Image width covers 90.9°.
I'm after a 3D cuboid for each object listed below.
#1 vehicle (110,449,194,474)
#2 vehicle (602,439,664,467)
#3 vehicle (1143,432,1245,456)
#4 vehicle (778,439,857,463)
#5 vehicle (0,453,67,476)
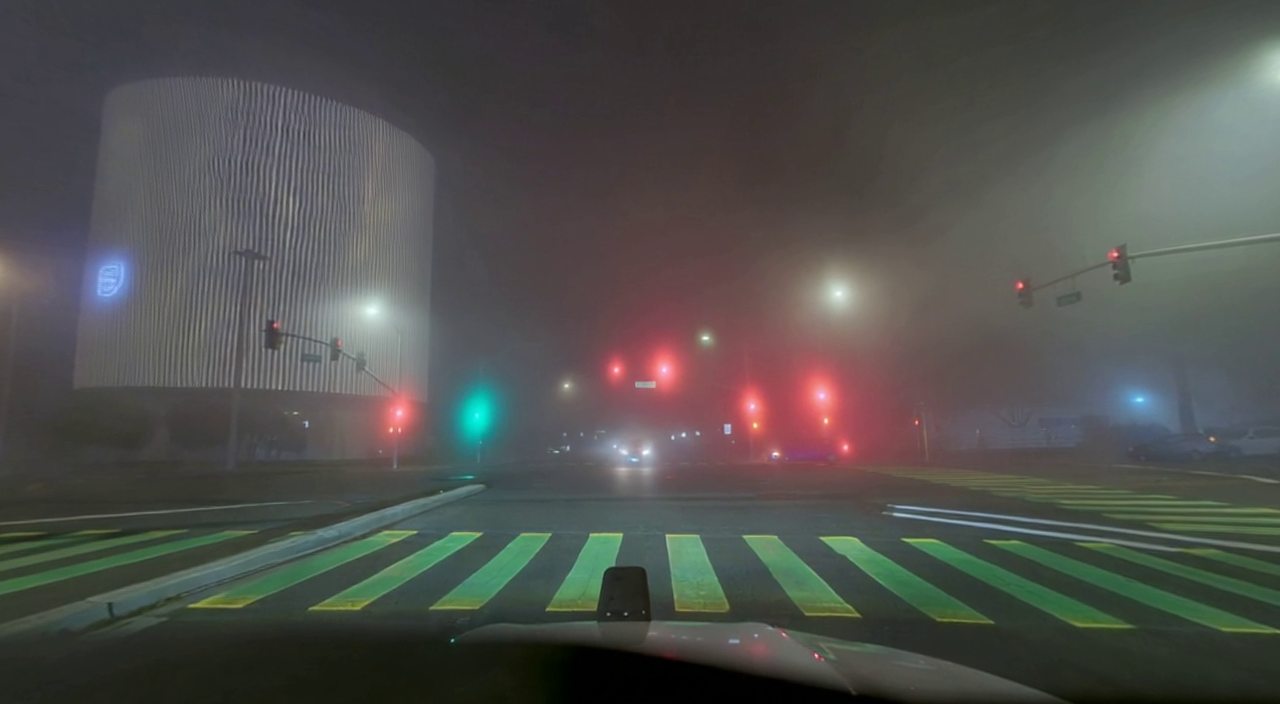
[{"bbox_3d":[-33.073,7.403,42.756,4.136,1.661,1.857,0,-8,1],"label":"vehicle"},{"bbox_3d":[-0.494,5.634,35.274,2.280,1.454,4.836,2,-9,-16],"label":"vehicle"},{"bbox_3d":[36.149,6.016,41.205,4.767,1.456,1.858,0,-8,3],"label":"vehicle"},{"bbox_3d":[11.085,6.209,39.680,4.529,1.457,1.981,-2,-9,10],"label":"vehicle"},{"bbox_3d":[-41.657,7.631,42.770,3.698,1.467,1.779,0,-8,1],"label":"vehicle"}]
